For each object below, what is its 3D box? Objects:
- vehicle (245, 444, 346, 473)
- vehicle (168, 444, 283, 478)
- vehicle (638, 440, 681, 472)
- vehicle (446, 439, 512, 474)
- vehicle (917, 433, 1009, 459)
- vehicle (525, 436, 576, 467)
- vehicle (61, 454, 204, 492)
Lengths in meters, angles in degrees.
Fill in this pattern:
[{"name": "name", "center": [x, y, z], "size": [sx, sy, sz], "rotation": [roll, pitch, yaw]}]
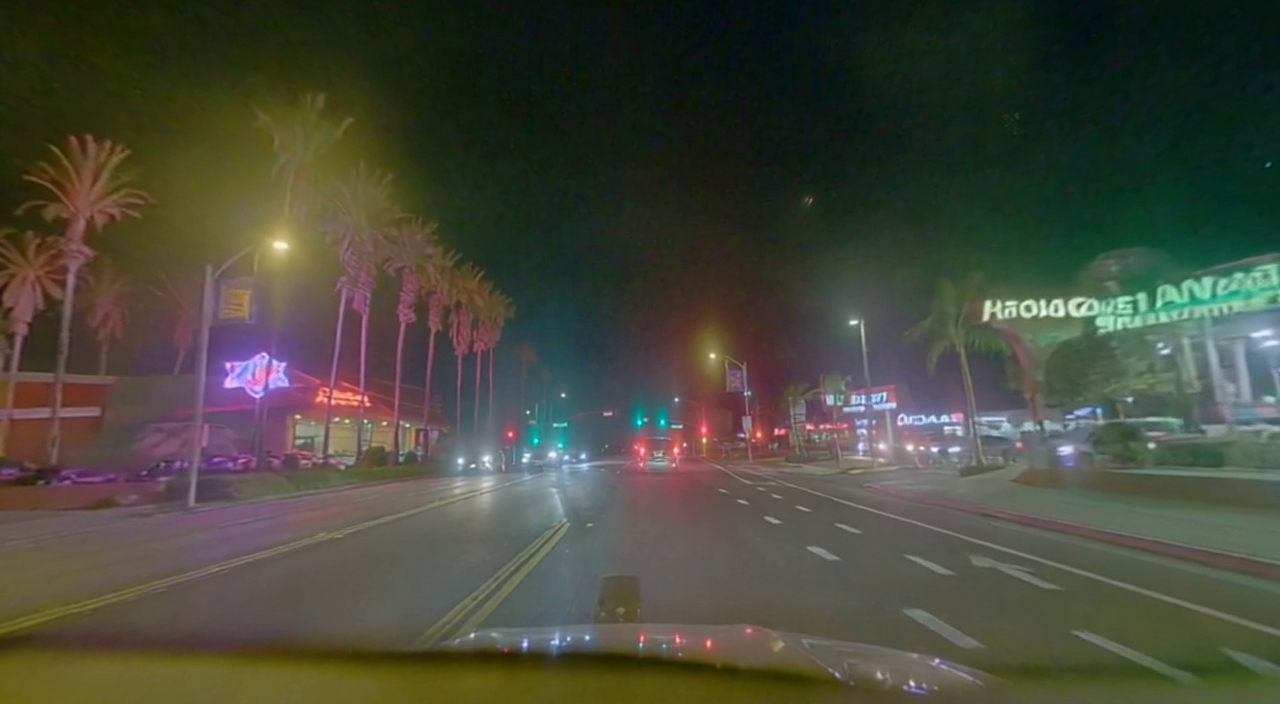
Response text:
[{"name": "vehicle", "center": [-21.413, 6.655, 39.282], "size": [5.050, 1.758, 2.134], "rotation": [0, -9, 2]}, {"name": "vehicle", "center": [-21.750, 5.735, 33.146], "size": [4.498, 1.729, 2.102], "rotation": [0, -9, 0]}, {"name": "vehicle", "center": [0.948, 5.315, 32.418], "size": [2.065, 1.507, 4.225], "rotation": [0, -9, 1]}, {"name": "vehicle", "center": [-9.793, 6.394, 38.841], "size": [2.328, 1.976, 5.915], "rotation": [0, -8, 2]}, {"name": "vehicle", "center": [18.098, 5.302, 35.403], "size": [4.140, 1.422, 1.869], "rotation": [0, -9, -2]}, {"name": "vehicle", "center": [-5.962, 6.730, 42.698], "size": [2.551, 1.995, 5.615], "rotation": [0, -9, 1]}, {"name": "vehicle", "center": [-21.814, 5.211, 27.195], "size": [4.552, 1.389, 1.779], "rotation": [-2, -11, -2]}]
